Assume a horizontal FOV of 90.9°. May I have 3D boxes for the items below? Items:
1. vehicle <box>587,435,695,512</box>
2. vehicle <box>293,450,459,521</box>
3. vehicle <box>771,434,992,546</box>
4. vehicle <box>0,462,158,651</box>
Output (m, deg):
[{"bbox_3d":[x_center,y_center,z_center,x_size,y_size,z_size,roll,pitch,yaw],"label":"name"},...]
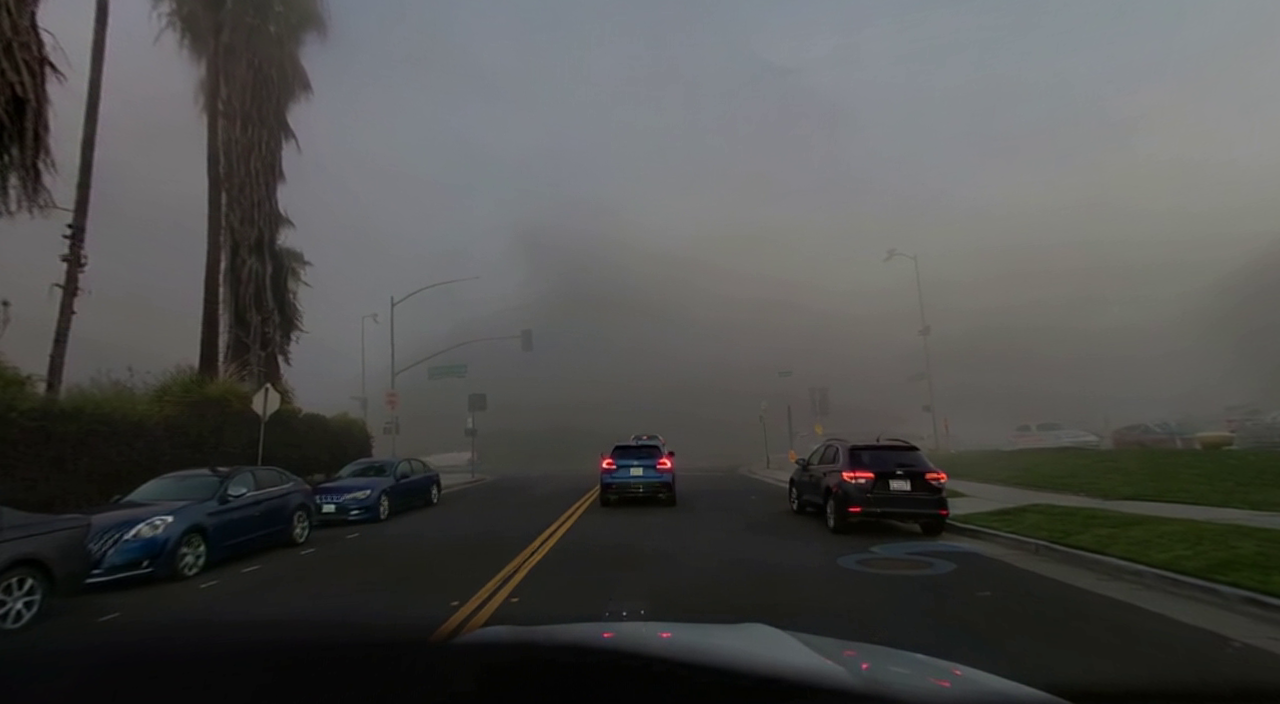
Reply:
[{"bbox_3d":[0.018,2.608,14.064,2.060,1.452,4.078,0,-8,0],"label":"vehicle"},{"bbox_3d":[-6.378,3.250,15.988,2.105,1.469,4.693,0,-8,1],"label":"vehicle"},{"bbox_3d":[3.553,2.093,10.338,1.821,1.417,4.454,0,-8,-1],"label":"vehicle"},{"bbox_3d":[-6.181,1.615,4.535,1.850,1.482,4.454,0,-8,1],"label":"vehicle"}]
